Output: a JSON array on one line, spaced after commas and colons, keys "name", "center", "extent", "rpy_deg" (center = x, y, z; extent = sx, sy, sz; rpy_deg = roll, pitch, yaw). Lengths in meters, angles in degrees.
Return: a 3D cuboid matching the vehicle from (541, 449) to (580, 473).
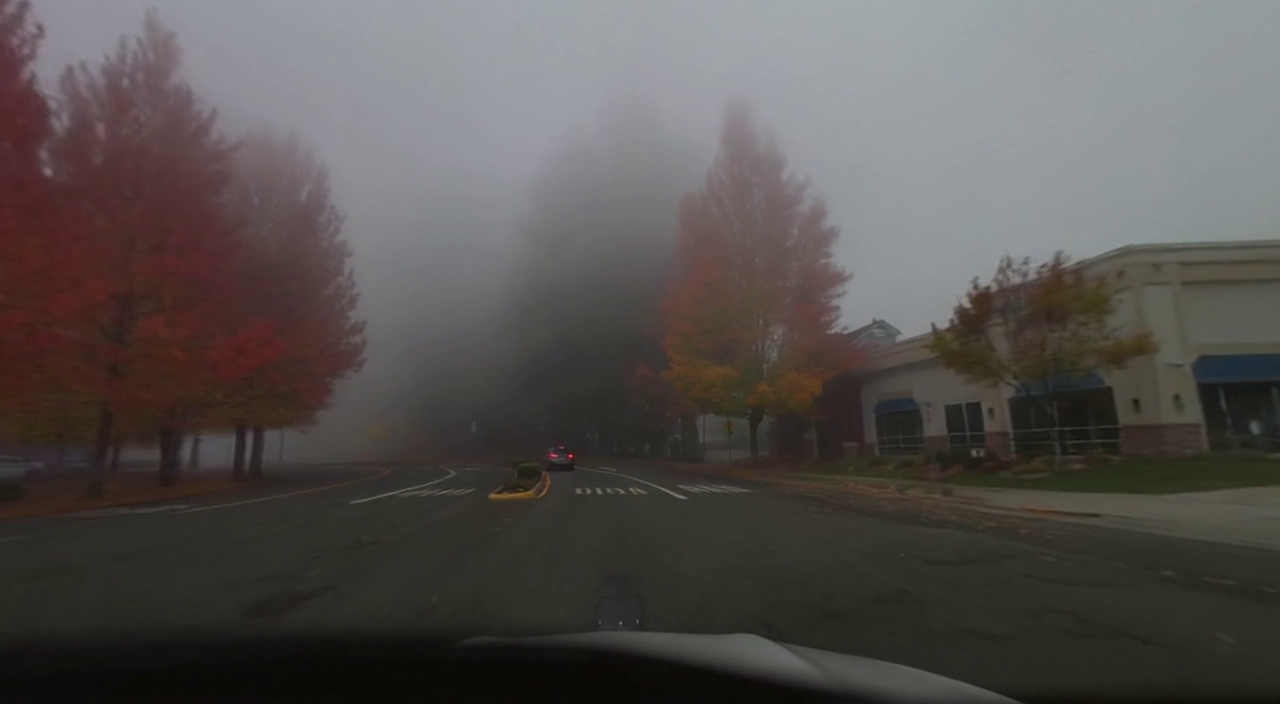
[{"name": "vehicle", "center": [-5.447, 7.361, 42.689], "extent": [2.018, 1.512, 4.304], "rpy_deg": [3, -9, -16]}]
